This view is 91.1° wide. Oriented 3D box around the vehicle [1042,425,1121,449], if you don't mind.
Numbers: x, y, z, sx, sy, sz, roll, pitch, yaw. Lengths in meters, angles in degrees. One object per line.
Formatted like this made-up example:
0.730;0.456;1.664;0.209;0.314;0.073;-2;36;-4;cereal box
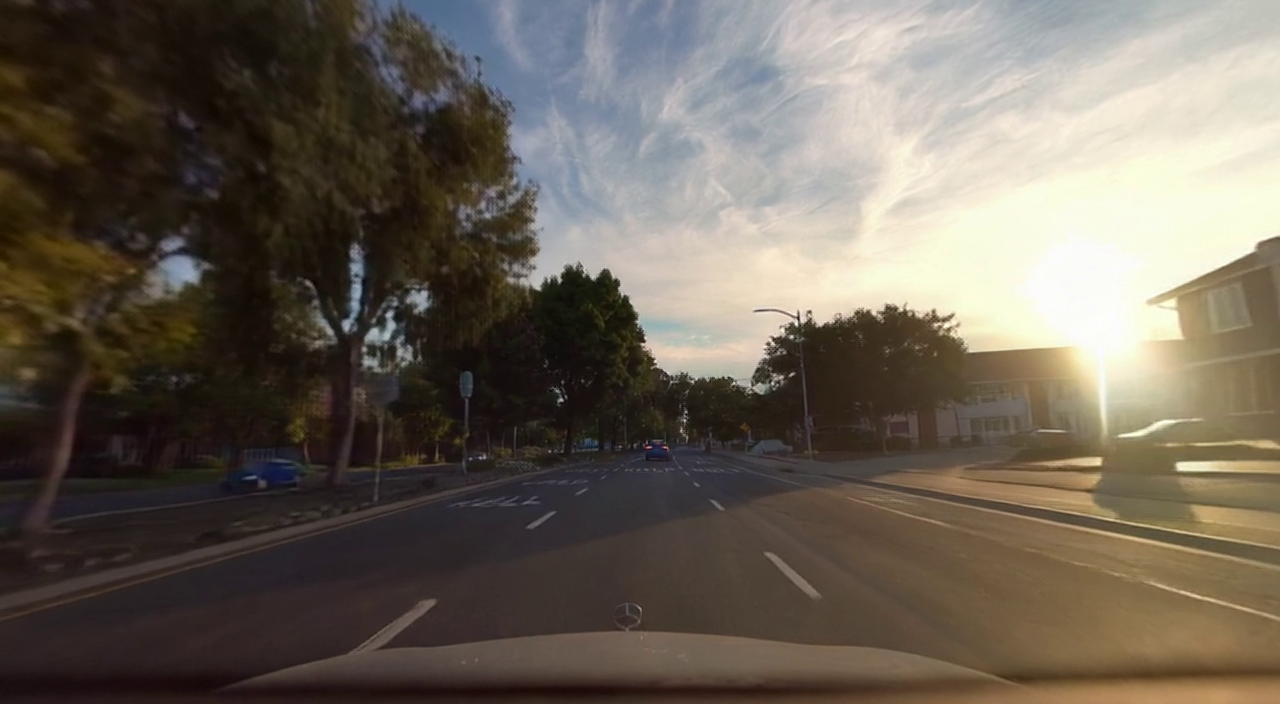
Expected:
31.722;6.153;45.199;4.051;1.475;1.949;-3;-9;2;vehicle

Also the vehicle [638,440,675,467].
0.978;6.148;38.157;2.144;1.505;4.128;0;-9;1;vehicle

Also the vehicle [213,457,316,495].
-16.796;5.544;28.401;1.836;1.469;4.444;0;-9;1;vehicle
